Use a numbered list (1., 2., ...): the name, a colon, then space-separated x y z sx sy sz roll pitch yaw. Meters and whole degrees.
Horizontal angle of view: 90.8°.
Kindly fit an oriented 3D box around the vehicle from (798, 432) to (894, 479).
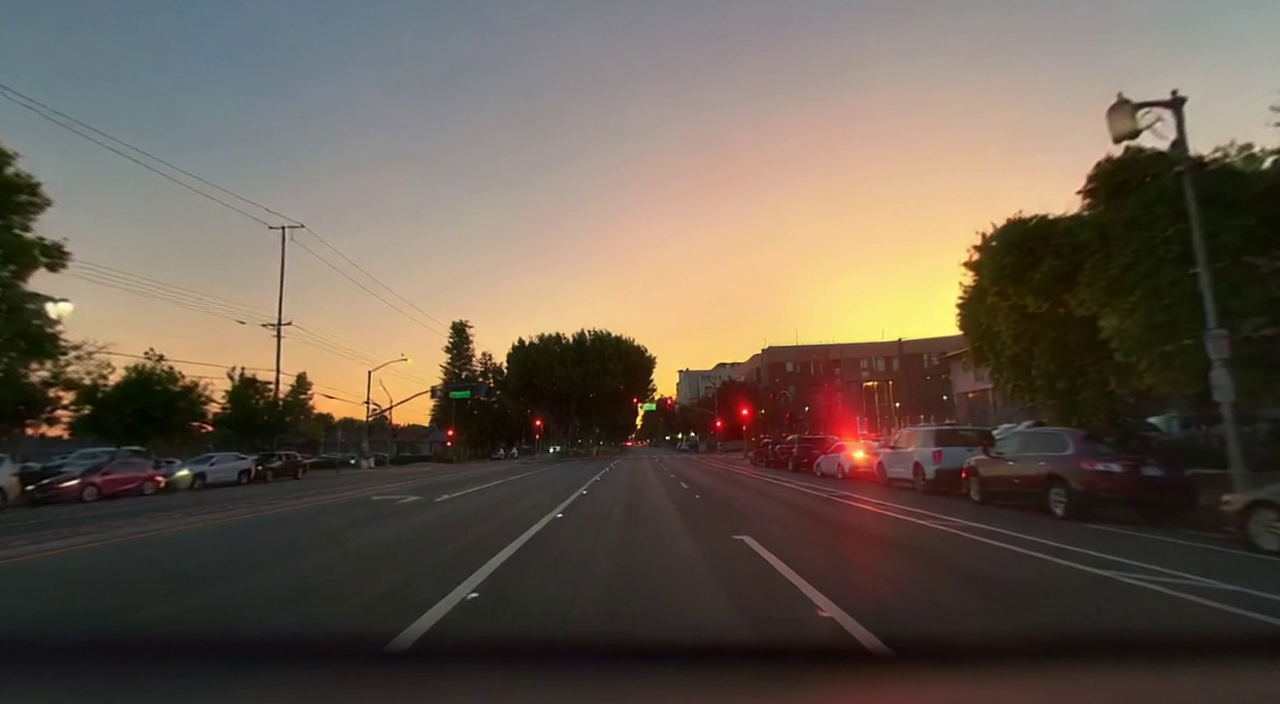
1. vehicle: 7.888 4.021 24.748 1.987 1.628 4.712 0 -8 -3

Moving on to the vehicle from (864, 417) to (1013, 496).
1. vehicle: 8.142 2.910 17.825 1.870 1.912 4.657 0 -8 0

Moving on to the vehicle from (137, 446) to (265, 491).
1. vehicle: -22.304 5.886 32.517 2.328 1.929 6.055 -4 -8 0

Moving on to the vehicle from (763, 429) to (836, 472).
1. vehicle: 7.654 4.798 30.949 2.130 1.877 5.334 0 -8 0

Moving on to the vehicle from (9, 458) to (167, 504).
1. vehicle: -22.276 5.176 25.864 1.878 1.561 5.061 0 -8 0

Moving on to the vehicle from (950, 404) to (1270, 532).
1. vehicle: 7.954 2.030 11.577 2.034 1.822 4.953 0 -8 0
